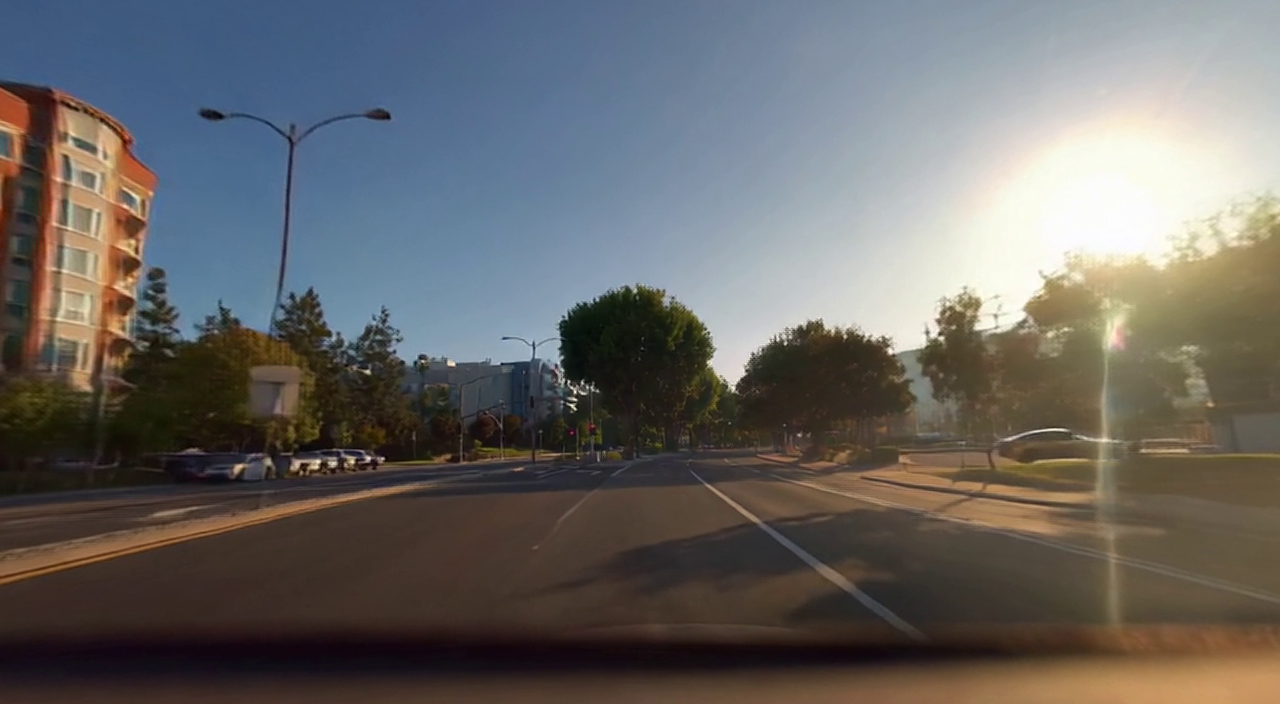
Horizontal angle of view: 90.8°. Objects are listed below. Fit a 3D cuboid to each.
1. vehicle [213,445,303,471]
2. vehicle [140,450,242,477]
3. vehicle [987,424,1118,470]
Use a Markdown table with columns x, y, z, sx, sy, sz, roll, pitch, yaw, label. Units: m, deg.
| x | y | z | sx | sy | sz | roll | pitch | yaw | label |
| --- | --- | --- | --- | --- | --- | --- | --- | --- | --- |
| -28.039 | 7.796 | 46.529 | 5.248 | 1.758 | 2.122 | -1 | -8 | -2 | vehicle |
| -28.852 | 7.168 | 40.721 | 4.913 | 1.677 | 2.032 | 0 | -9 | -1 | vehicle |
| 19.331 | 4.493 | 29.913 | 2.074 | 1.959 | 4.793 | 3 | -9 | -19 | vehicle |
